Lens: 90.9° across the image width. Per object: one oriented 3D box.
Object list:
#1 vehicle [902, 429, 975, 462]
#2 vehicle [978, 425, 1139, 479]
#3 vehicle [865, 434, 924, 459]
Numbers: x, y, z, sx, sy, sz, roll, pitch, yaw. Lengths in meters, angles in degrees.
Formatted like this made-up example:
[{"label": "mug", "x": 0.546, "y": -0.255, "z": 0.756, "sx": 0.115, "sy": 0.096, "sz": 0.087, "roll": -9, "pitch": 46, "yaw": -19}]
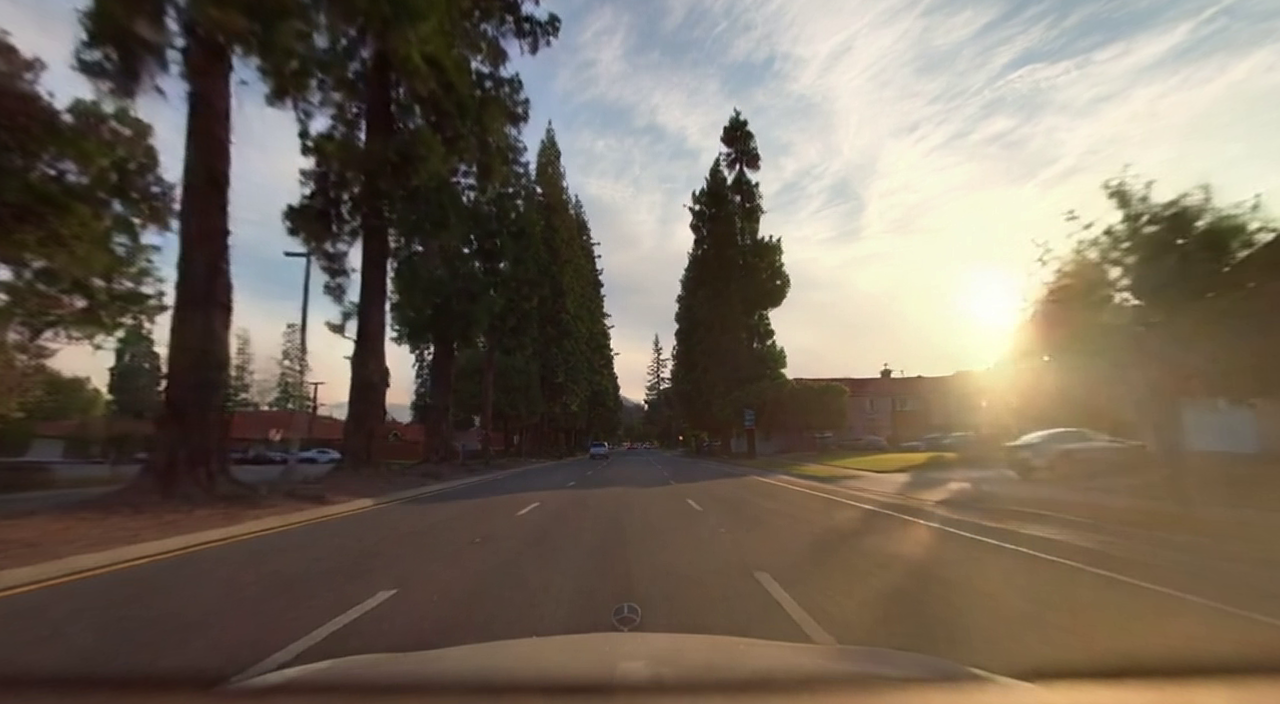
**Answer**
[{"label": "vehicle", "x": 16.342, "y": 5.144, "z": 34.769, "sx": 2.046, "sy": 1.714, "sz": 4.199, "roll": 0, "pitch": -8, "yaw": 1}, {"label": "vehicle", "x": 12.604, "y": 2.997, "z": 18.945, "sx": 4.630, "sy": 1.461, "sz": 1.817, "roll": 4, "pitch": -9, "yaw": -26}, {"label": "vehicle", "x": 16.394, "y": 6.161, "z": 40.882, "sx": 1.968, "sy": 1.511, "sz": 4.497, "roll": 0, "pitch": -9, "yaw": 0}]
